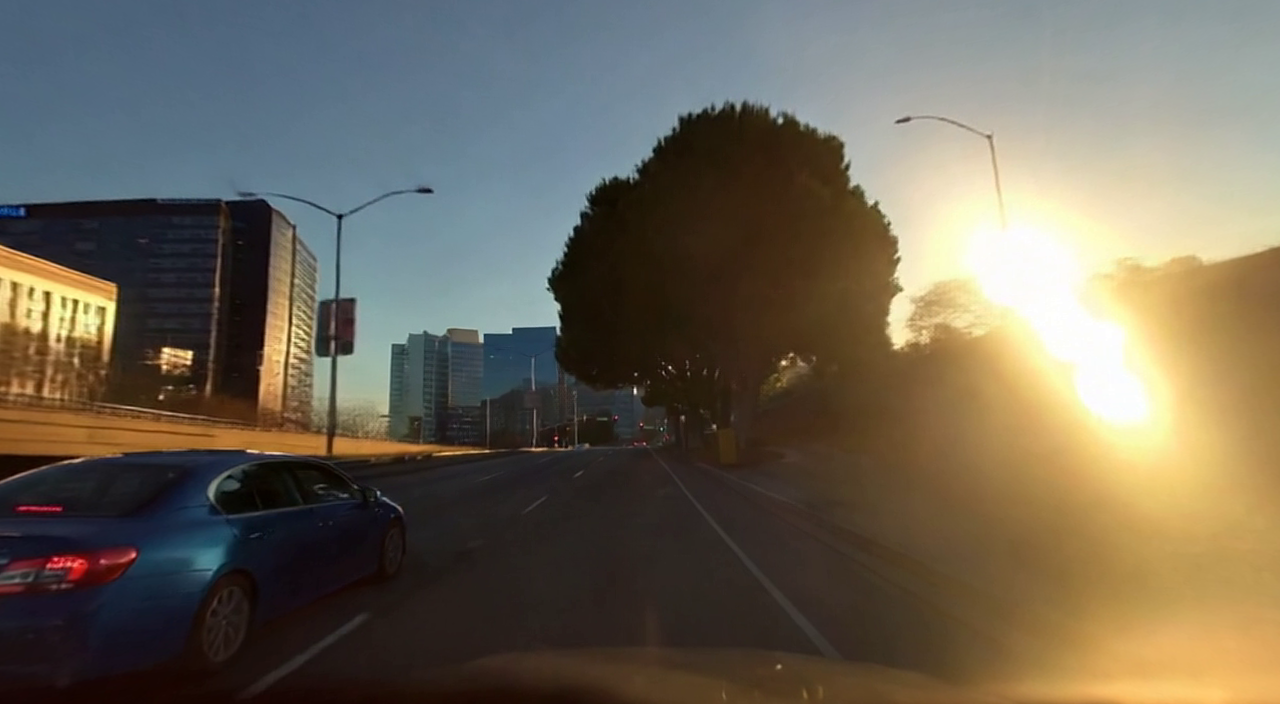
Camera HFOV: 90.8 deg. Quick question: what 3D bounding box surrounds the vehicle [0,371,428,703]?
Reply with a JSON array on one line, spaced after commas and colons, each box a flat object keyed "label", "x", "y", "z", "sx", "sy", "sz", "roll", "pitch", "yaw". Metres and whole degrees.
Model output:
[{"label": "vehicle", "x": -3.081, "y": 1.079, "z": 3.860, "sx": 2.041, "sy": 1.470, "sz": 4.290, "roll": 0, "pitch": -9, "yaw": 0}]
